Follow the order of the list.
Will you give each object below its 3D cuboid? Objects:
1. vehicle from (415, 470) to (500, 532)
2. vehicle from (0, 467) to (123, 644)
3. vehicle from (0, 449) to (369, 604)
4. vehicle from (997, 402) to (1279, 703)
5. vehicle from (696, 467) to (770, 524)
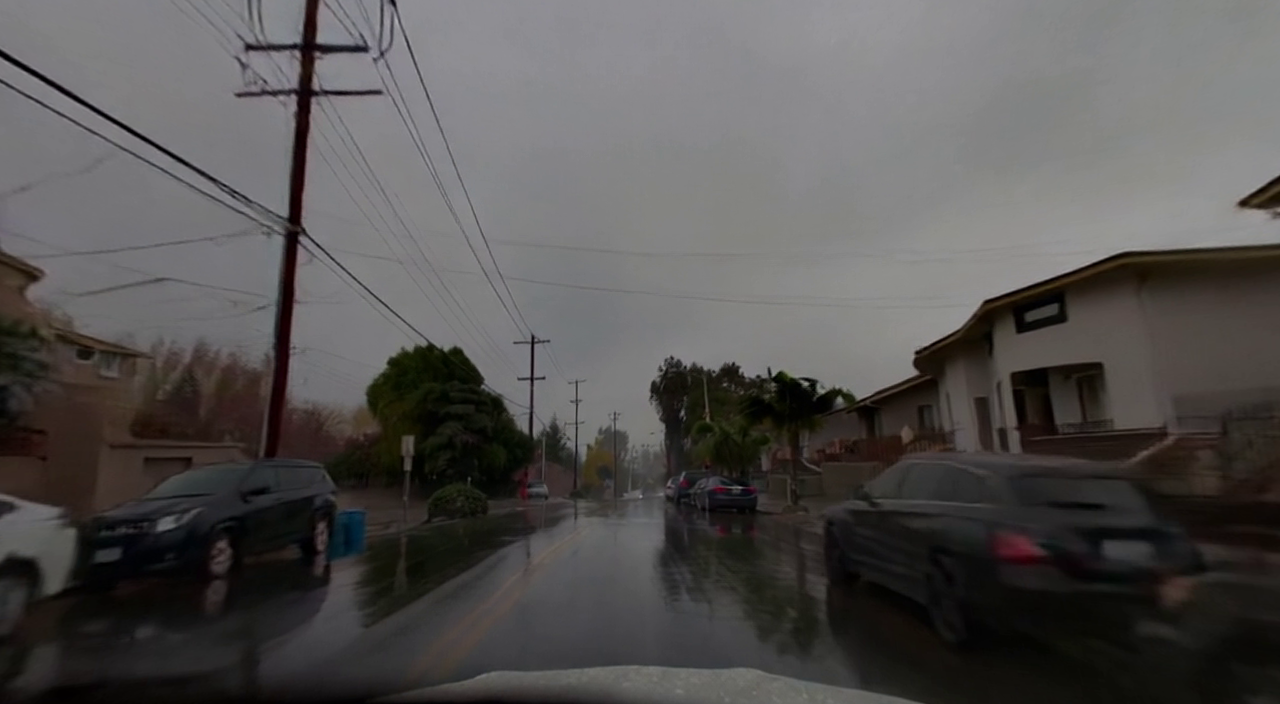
[{"bbox_3d":[-6.711,5.488,23.719,1.933,1.824,5.142,0,-8,-3],"label":"vehicle"},{"bbox_3d":[-6.388,1.601,4.290,1.960,1.437,4.454,0,-8,-1],"label":"vehicle"},{"bbox_3d":[-6.535,2.432,10.008,2.017,1.683,5.412,0,-8,0],"label":"vehicle"},{"bbox_3d":[3.063,0.755,0.860,2.212,1.476,4.678,1,-8,-3],"label":"vehicle"},{"bbox_3d":[2.877,4.550,20.316,1.756,1.455,3.965,0,-8,-1],"label":"vehicle"}]
